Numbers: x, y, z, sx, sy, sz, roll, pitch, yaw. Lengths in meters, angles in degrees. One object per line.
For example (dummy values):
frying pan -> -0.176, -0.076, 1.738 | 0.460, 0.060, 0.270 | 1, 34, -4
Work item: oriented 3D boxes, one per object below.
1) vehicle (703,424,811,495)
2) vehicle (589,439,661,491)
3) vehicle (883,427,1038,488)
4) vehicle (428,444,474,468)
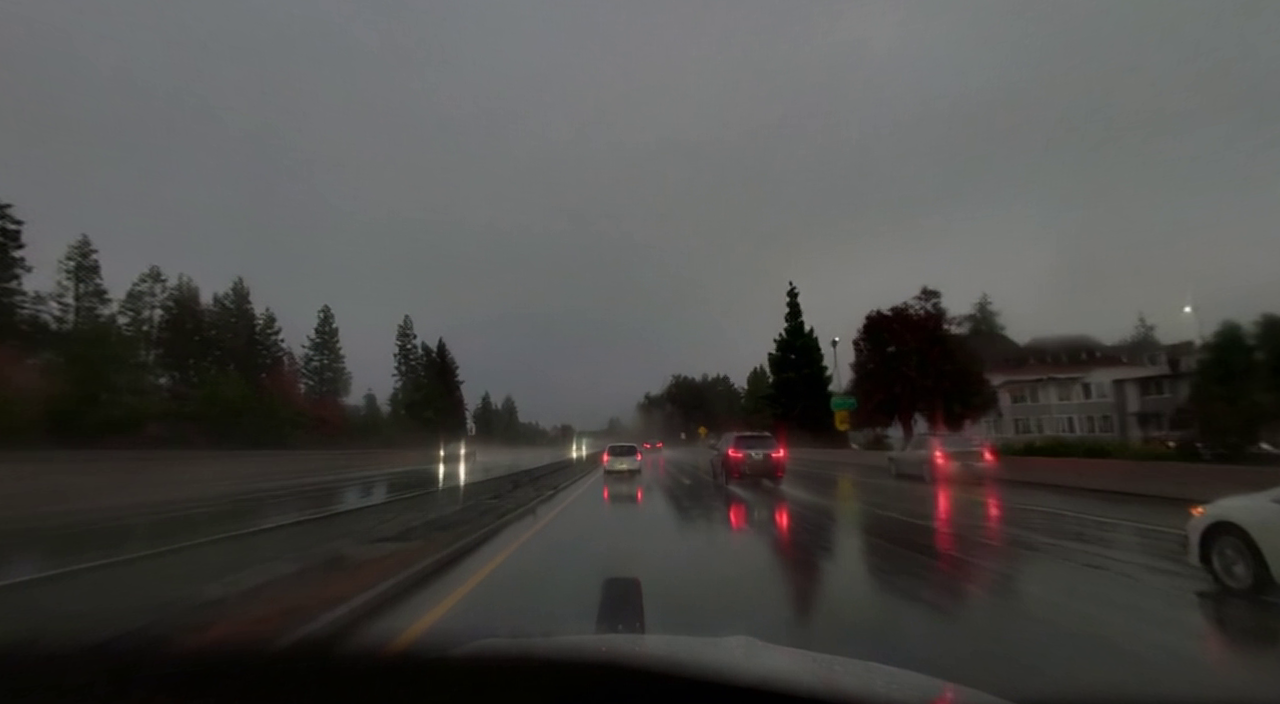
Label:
vehicle -> 3.294, 3.152, 18.887 | 2.186, 1.842, 4.553 | 0, -8, -2
vehicle -> -0.434, 3.511, 19.923 | 2.040, 1.451, 3.736 | 0, -8, 0
vehicle -> 11.285, 3.784, 23.011 | 2.533, 1.900, 6.143 | 0, -8, 1
vehicle -> -14.227, 7.805, 47.788 | 1.971, 1.718, 4.408 | 0, -8, 1
